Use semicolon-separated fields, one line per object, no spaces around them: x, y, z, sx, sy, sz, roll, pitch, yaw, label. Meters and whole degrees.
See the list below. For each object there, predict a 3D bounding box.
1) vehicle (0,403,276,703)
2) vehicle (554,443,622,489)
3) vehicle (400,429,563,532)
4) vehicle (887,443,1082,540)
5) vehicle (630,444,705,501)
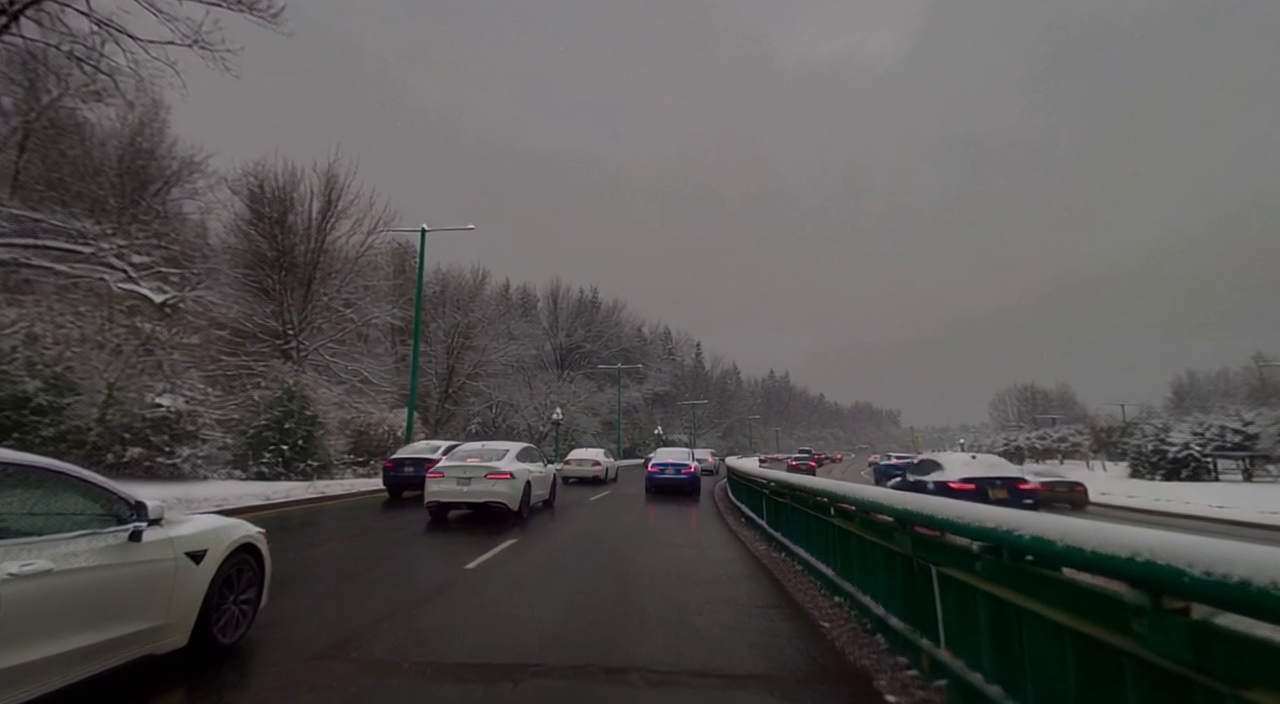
-3.489;0.893;2.085;1.921;1.503;4.317;0;-9;1;vehicle
-1.948;4.454;25.030;1.930;1.635;4.260;0;-9;6;vehicle
-2.917;2.481;12.776;1.979;1.663;4.513;0;-9;2;vehicle
6.812;2.744;13.053;1.768;1.634;4.064;0;-9;1;vehicle
0.881;3.578;19.138;2.015;1.506;4.276;0;-9;3;vehicle
